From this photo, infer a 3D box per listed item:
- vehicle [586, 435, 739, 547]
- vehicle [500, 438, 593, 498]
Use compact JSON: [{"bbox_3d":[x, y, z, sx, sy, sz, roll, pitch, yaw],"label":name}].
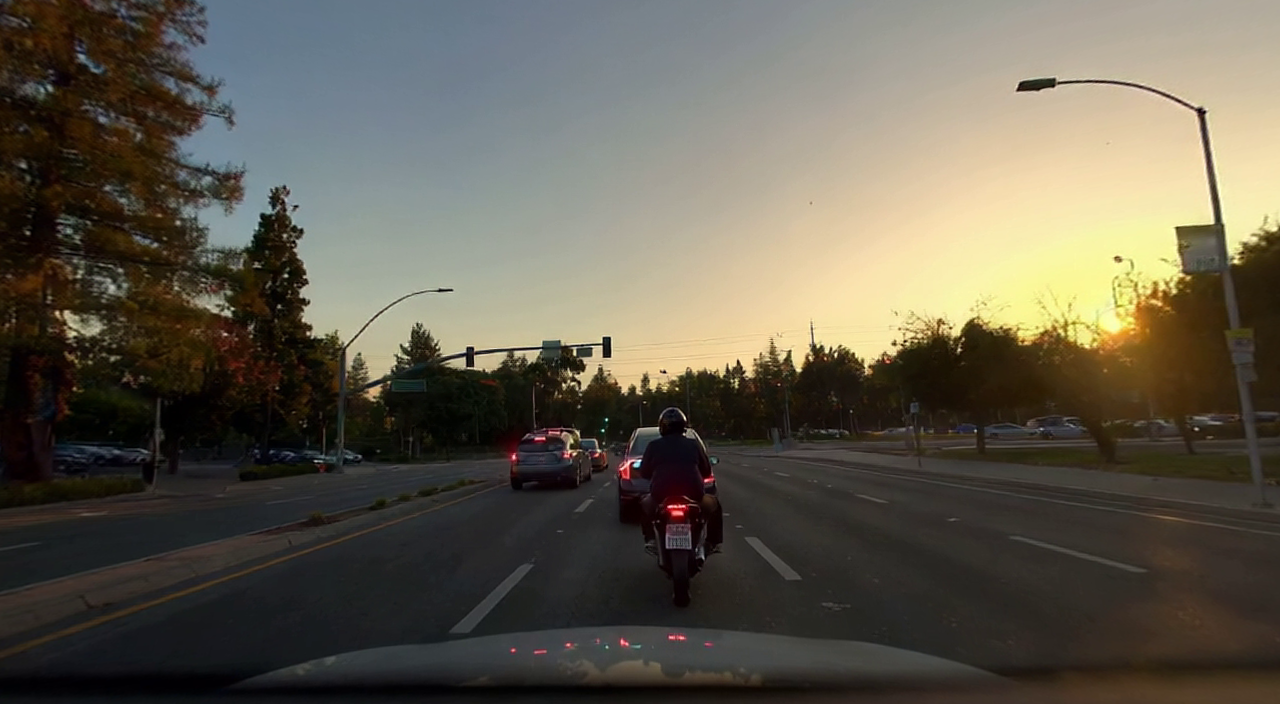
[{"bbox_3d":[0.324,2.167,10.643,2.009,1.450,4.608,-1,-8,1],"label":"vehicle"},{"bbox_3d":[-2.553,3.262,18.163,1.979,1.499,3.840,-1,-8,2],"label":"vehicle"}]
